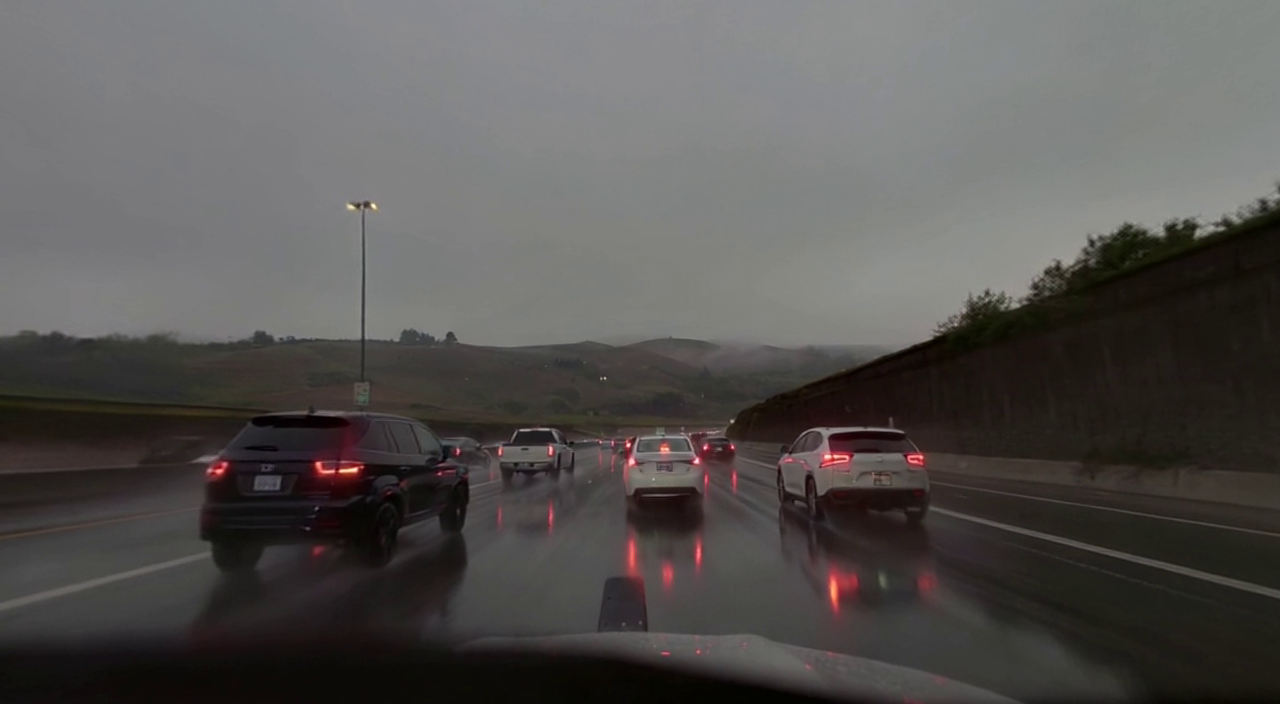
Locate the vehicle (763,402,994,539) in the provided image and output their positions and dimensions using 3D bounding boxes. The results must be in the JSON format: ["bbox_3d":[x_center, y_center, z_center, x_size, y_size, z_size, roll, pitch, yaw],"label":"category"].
[{"bbox_3d":[3.528,1.860,10.484,2.046,1.765,4.534,0,-8,0],"label":"vehicle"}]

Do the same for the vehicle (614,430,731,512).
[{"bbox_3d":[0.607,2.457,13.571,2.105,1.471,4.349,0,-8,1],"label":"vehicle"}]

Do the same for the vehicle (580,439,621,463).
[{"bbox_3d":[-2.343,6.021,38.348,1.973,1.378,3.677,-1,-8,4],"label":"vehicle"}]

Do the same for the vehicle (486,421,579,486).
[{"bbox_3d":[-3.253,3.207,20.209,1.997,1.806,5.002,0,-8,2],"label":"vehicle"}]

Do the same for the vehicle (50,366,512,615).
[{"bbox_3d":[-3.316,1.442,7.604,2.301,1.902,5.374,0,-8,1],"label":"vehicle"}]
